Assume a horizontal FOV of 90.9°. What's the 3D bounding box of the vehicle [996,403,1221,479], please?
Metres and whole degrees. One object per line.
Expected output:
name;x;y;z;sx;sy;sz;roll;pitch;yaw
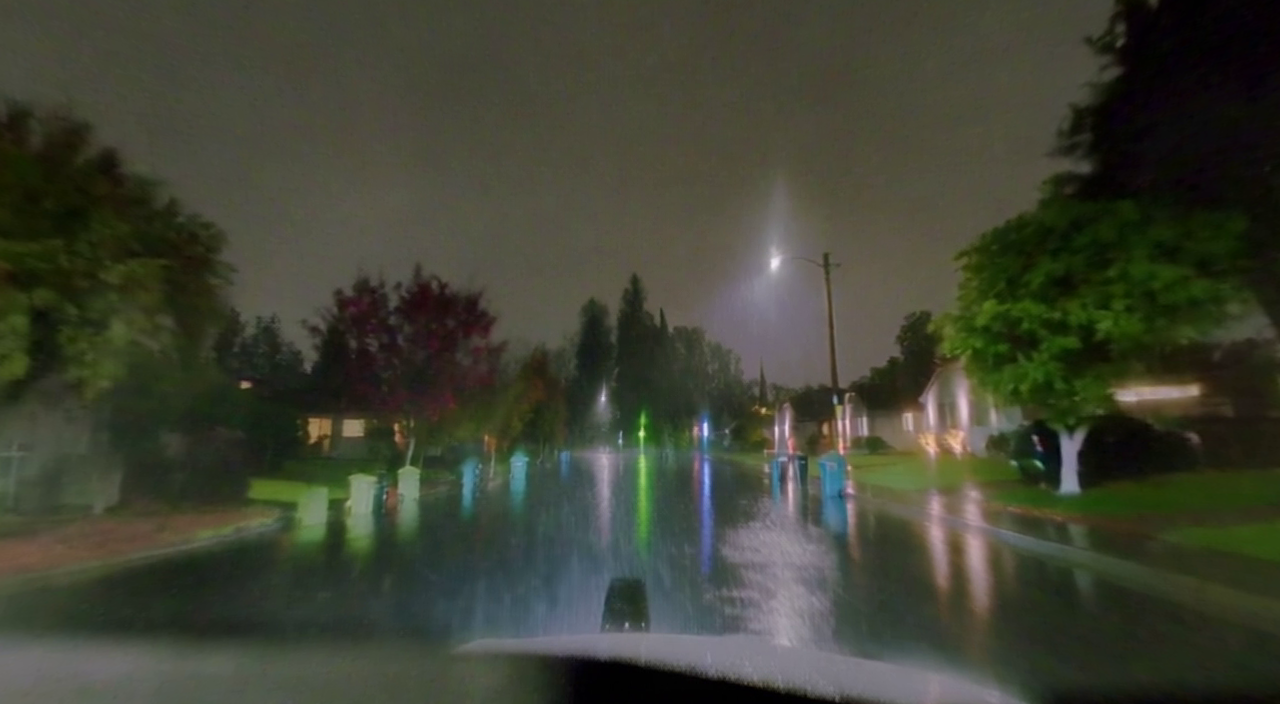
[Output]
vehicle;12.376;2.391;16.838;4.581;1.853;2.024;2;-8;-7
